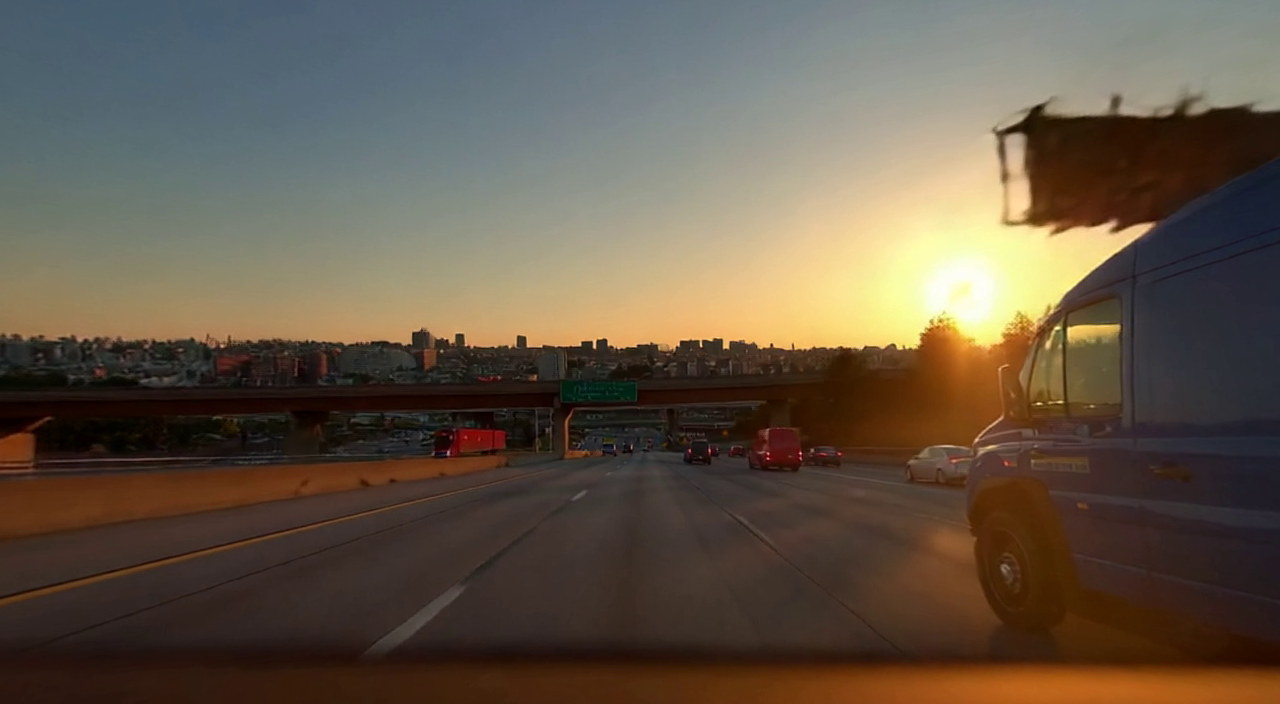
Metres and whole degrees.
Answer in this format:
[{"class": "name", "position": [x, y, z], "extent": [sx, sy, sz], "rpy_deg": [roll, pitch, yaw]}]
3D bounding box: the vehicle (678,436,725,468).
[{"class": "vehicle", "position": [3.999, 6.672, 42.133], "extent": [2.464, 1.961, 5.520], "rpy_deg": [0, -8, -1]}]

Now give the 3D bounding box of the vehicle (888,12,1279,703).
[{"class": "vehicle", "position": [3.345, 0.191, 1.635], "extent": [2.436, 2.745, 7.034], "rpy_deg": [0, -8, -1]}]

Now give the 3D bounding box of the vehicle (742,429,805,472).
[{"class": "vehicle", "position": [7.464, 5.586, 35.840], "extent": [2.301, 2.203, 5.419], "rpy_deg": [0, -8, -1]}]
